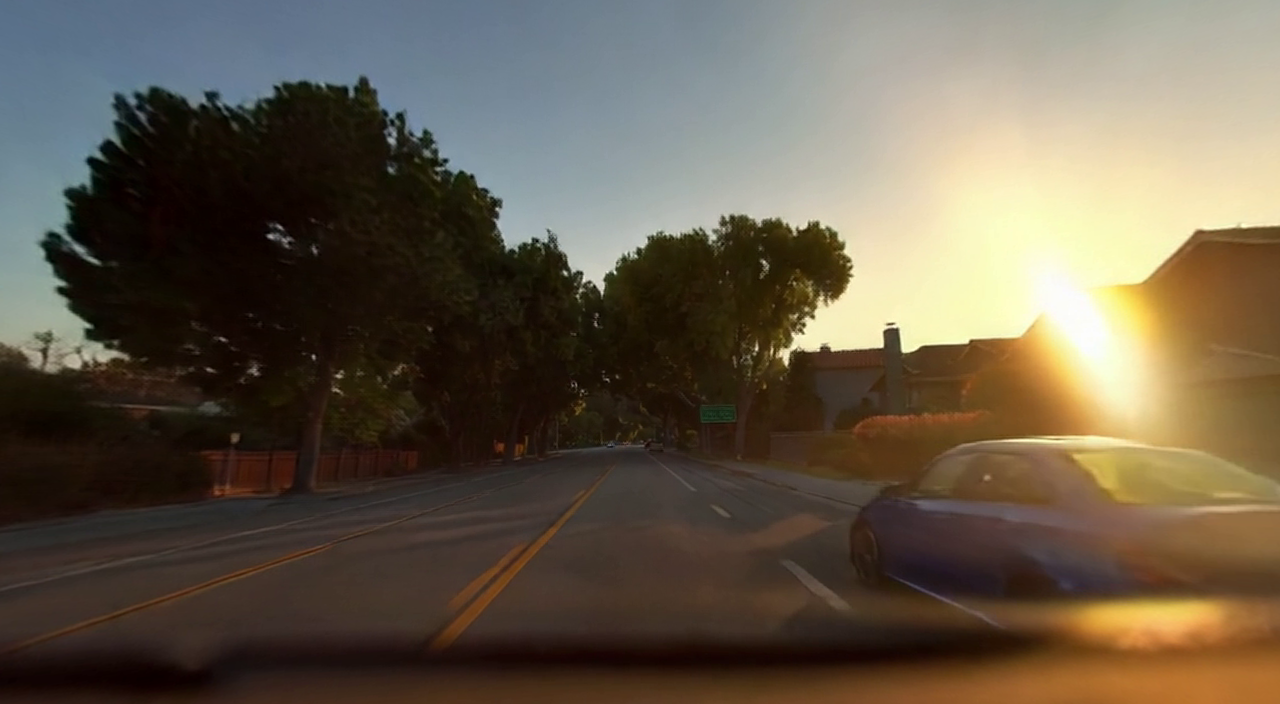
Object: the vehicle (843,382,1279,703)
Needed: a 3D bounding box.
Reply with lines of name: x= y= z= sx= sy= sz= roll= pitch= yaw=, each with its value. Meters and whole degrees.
vehicle: x=2.897 y=1.096 z=3.635 sx=1.991 sy=1.476 sz=4.153 roll=0 pitch=-8 yaw=-1
